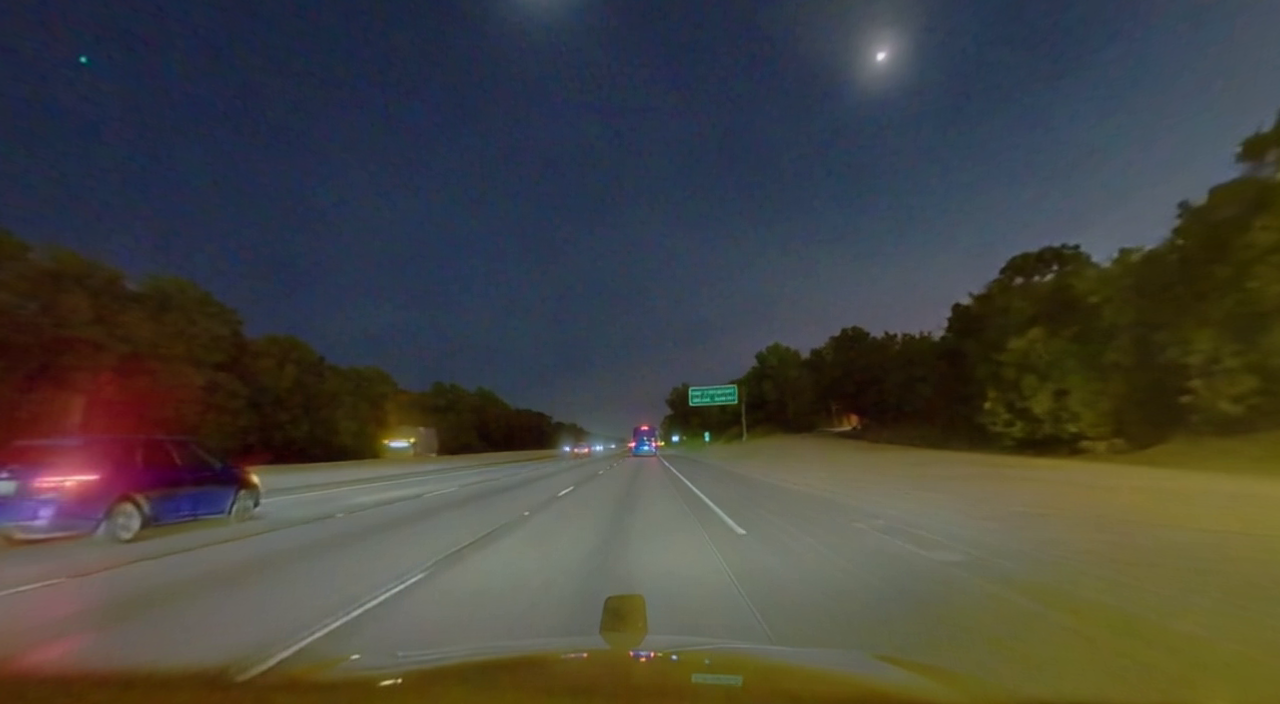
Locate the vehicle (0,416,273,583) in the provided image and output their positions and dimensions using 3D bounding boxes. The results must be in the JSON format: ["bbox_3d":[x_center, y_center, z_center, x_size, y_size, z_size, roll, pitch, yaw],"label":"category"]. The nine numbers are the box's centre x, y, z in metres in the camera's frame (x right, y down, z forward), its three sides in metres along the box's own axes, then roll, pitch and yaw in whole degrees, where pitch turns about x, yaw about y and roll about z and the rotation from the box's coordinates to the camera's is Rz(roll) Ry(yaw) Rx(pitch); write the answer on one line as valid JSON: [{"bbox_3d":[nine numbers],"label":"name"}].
[{"bbox_3d":[-7.507,1.826,8.661,2.080,1.674,4.660,0,-8,1],"label":"vehicle"}]
